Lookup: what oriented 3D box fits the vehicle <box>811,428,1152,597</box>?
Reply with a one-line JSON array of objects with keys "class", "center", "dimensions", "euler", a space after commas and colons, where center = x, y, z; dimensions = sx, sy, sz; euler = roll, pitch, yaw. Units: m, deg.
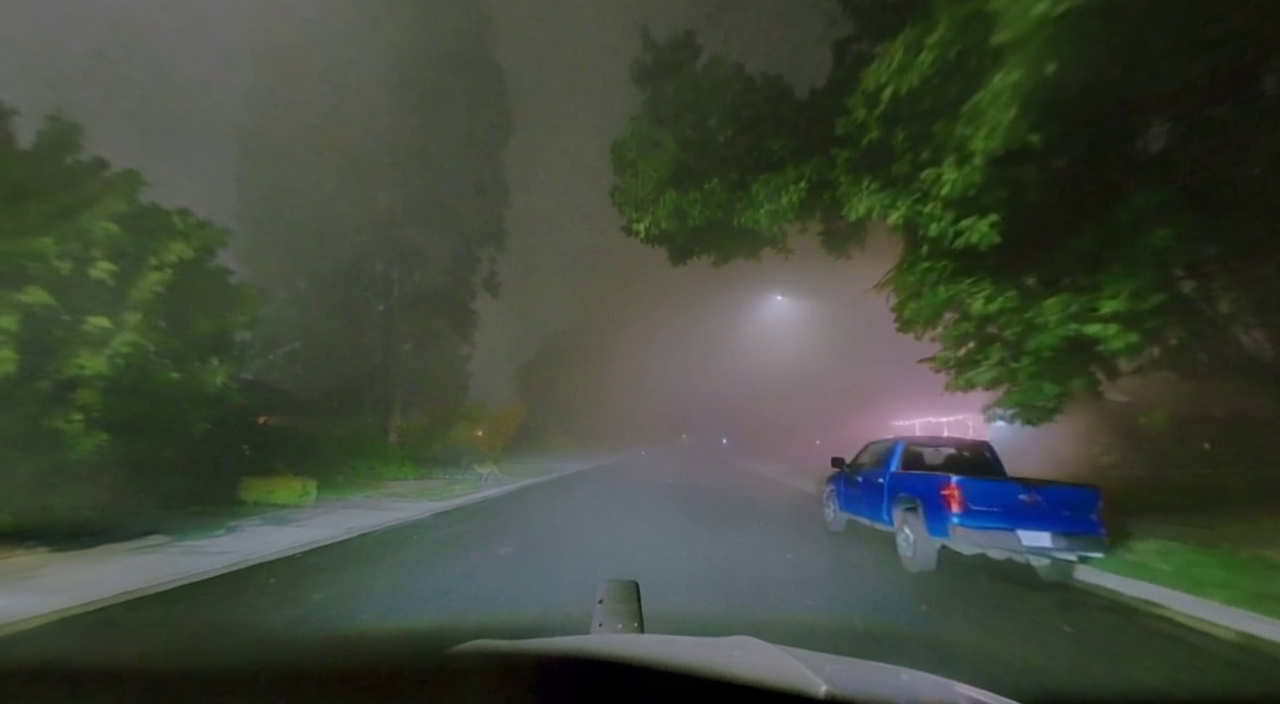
[{"class": "vehicle", "center": [3.649, 1.751, 7.842], "dimensions": [2.006, 1.494, 4.211], "euler": [0, -8, 2]}]
